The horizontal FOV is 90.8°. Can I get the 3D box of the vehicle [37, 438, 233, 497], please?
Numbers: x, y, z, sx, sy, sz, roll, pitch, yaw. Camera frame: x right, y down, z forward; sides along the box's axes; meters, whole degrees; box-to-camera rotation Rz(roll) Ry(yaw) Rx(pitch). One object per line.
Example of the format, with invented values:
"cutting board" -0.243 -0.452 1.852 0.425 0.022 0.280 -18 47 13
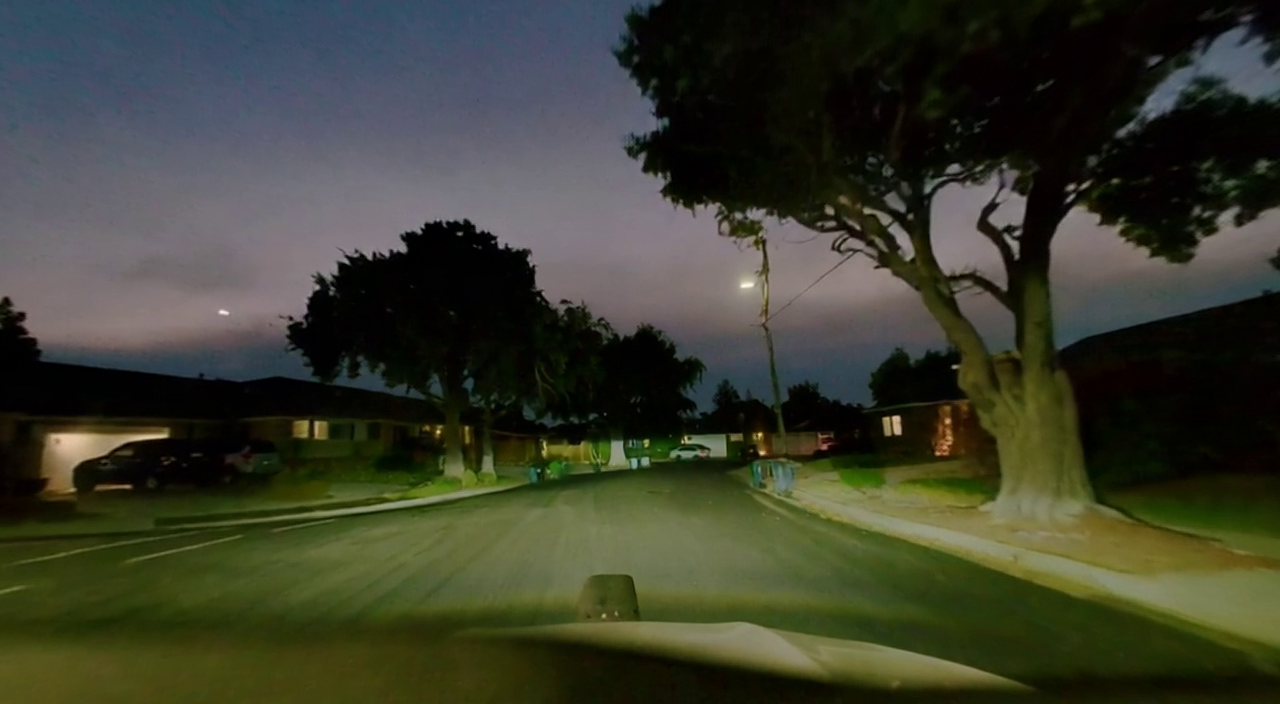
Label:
"vehicle" -16.671 3.815 21.111 4.581 1.811 2.145 0 -9 -2
